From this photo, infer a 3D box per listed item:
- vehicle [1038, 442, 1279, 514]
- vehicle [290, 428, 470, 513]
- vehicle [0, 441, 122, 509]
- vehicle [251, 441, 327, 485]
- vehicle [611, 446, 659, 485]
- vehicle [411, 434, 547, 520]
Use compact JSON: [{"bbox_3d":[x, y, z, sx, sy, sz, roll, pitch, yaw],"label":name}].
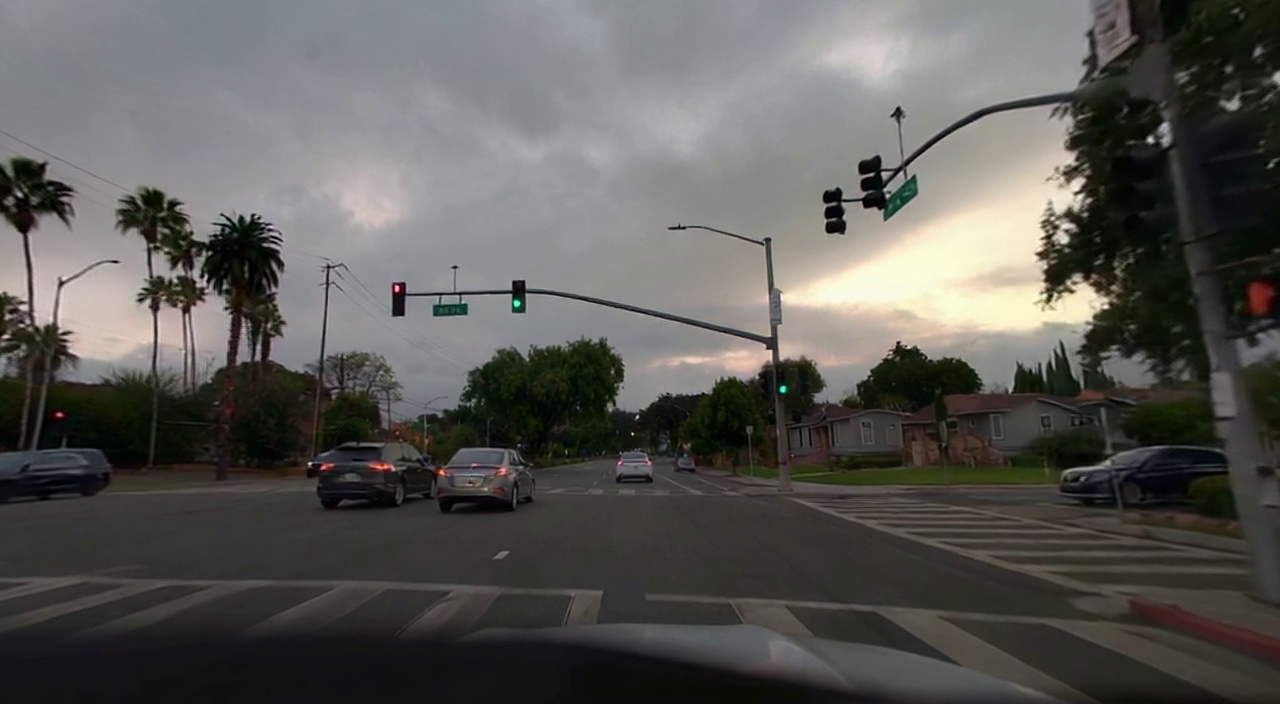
[{"bbox_3d":[12.271,2.882,14.621,4.649,1.496,2.061,0,-9,-1],"label":"vehicle"},{"bbox_3d":[-7.169,3.365,18.465,2.457,2.010,6.330,0,-9,1],"label":"vehicle"},{"bbox_3d":[-18.618,3.595,18.780,2.323,1.828,4.675,0,-9,0],"label":"vehicle"},{"bbox_3d":[-26.132,8.256,47.149,2.512,2.978,5.172,2,-9,0],"label":"vehicle"},{"bbox_3d":[-0.255,5.700,31.786,2.280,1.803,4.240,0,-9,-1],"label":"vehicle"},{"bbox_3d":[-3.799,3.033,15.821,2.116,1.806,4.516,0,-9,1],"label":"vehicle"}]
